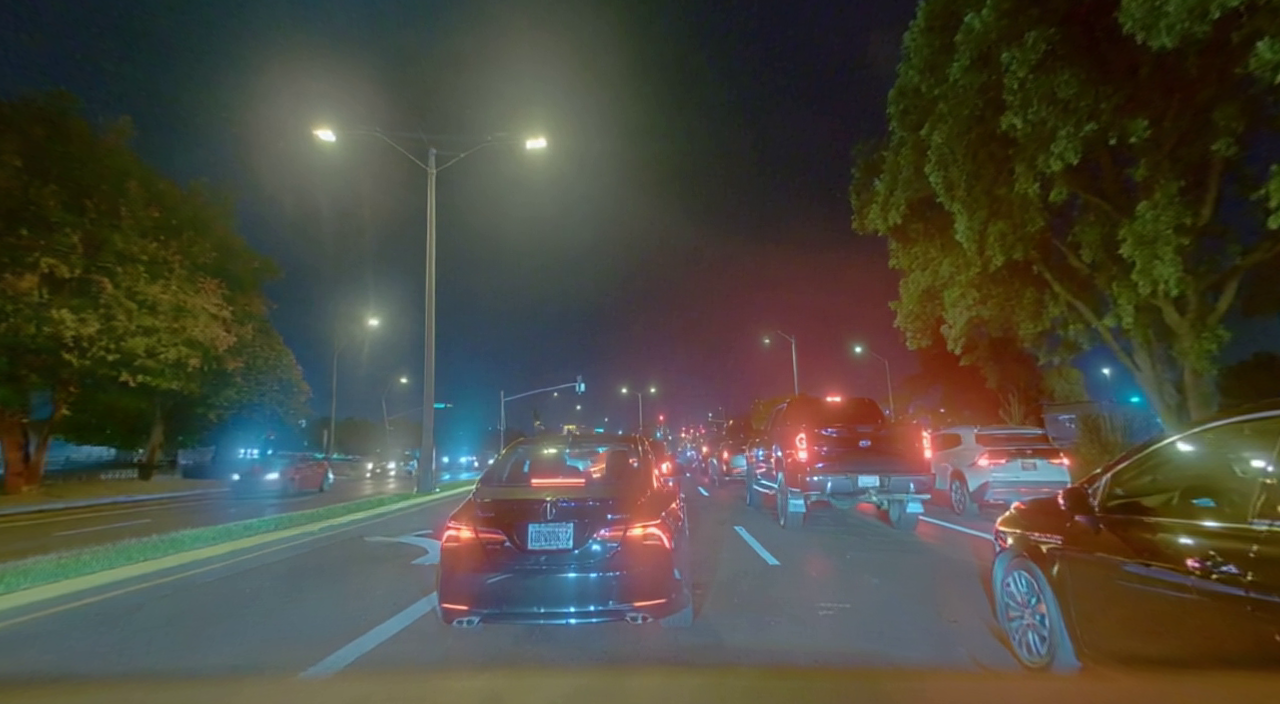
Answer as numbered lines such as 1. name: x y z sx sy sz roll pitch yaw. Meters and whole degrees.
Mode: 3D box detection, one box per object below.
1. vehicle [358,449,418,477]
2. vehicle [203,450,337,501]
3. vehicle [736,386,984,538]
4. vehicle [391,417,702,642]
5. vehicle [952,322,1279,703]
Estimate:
1. vehicle: -15.977 7.024 40.066 2.000 1.656 4.160 0 -8 1
2. vehicle: -12.574 4.170 21.743 1.882 1.538 4.382 0 -8 1
3. vehicle: 3.513 1.959 11.699 2.444 2.098 5.766 0 -9 -1
4. vehicle: -0.581 1.501 6.338 2.111 1.506 4.018 0 -9 2
5. vehicle: 3.154 0.759 2.085 1.982 1.709 4.427 0 -9 1
